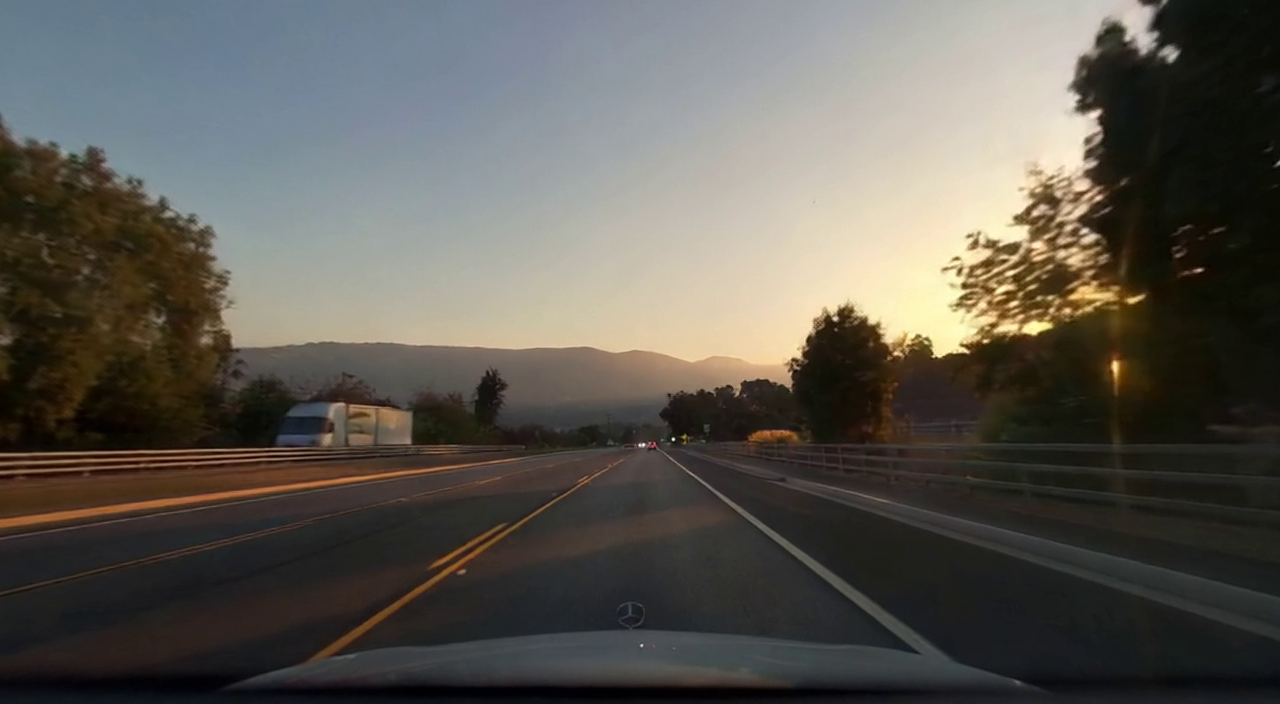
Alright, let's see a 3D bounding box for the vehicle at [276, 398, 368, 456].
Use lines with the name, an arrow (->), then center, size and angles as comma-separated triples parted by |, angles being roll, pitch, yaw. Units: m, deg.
vehicle -> -22.360, 5.381, 44.724 | 3.237, 3.806, 6.063 | 1, -8, 0
